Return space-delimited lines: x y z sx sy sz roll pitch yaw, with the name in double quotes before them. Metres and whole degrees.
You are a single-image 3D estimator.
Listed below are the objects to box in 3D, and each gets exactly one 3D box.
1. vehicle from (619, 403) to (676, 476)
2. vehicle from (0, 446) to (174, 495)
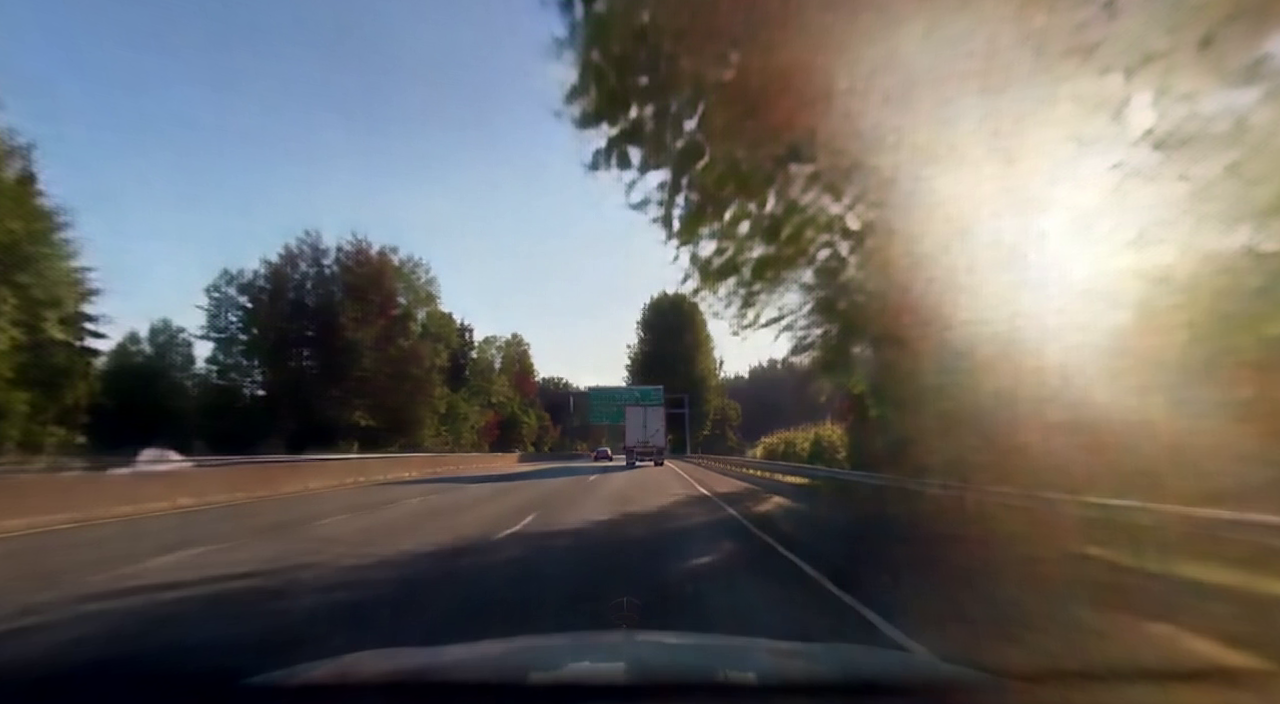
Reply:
"vehicle" 0.231 5.582 39.413 2.976 3.800 12.335 0 -9 -1
"vehicle" -18.685 4.010 21.658 1.851 1.475 4.593 0 -9 -1
